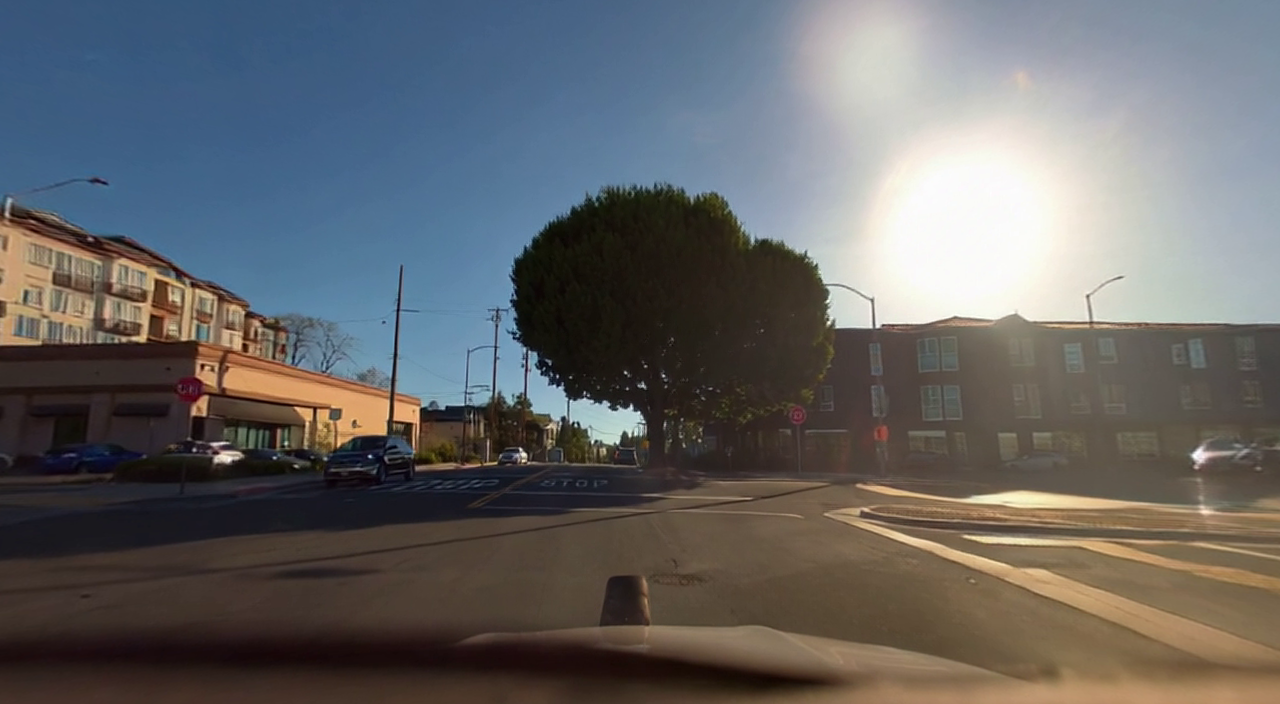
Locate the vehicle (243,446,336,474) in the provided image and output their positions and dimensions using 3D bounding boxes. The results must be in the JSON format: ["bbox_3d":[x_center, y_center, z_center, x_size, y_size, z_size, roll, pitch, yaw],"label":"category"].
[{"bbox_3d":[-20.728,6.407,37.397,4.277,1.527,1.987,1,-8,-3],"label":"vehicle"}]

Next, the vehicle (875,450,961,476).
[{"bbox_3d":[17.506,6.996,39.788,4.528,1.458,1.939,2,-7,-5],"label":"vehicle"}]

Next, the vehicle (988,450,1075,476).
[{"bbox_3d":[24.959,7.099,40.234,4.323,1.507,1.896,2,-8,-4],"label":"vehicle"}]

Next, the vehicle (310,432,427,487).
[{"bbox_3d":[-8.978,3.631,21.398,2.156,1.620,4.945,1,-9,-6],"label":"vehicle"}]

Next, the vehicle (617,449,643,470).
[{"bbox_3d":[-0.833,8.469,49.657,1.851,1.471,4.372,1,-8,-4],"label":"vehicle"}]

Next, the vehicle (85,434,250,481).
[{"bbox_3d":[-18.142,4.035,24.440,2.010,1.583,4.582,-5,-10,34],"label":"vehicle"}]

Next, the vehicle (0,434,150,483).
[{"bbox_3d":[-21.608,3.992,23.955,1.887,1.619,4.187,-4,-9,30],"label":"vehicle"}]

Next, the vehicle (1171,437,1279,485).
[{"bbox_3d":[28.545,5.077,29.517,5.277,2.032,2.408,2,-6,-4],"label":"vehicle"}]
